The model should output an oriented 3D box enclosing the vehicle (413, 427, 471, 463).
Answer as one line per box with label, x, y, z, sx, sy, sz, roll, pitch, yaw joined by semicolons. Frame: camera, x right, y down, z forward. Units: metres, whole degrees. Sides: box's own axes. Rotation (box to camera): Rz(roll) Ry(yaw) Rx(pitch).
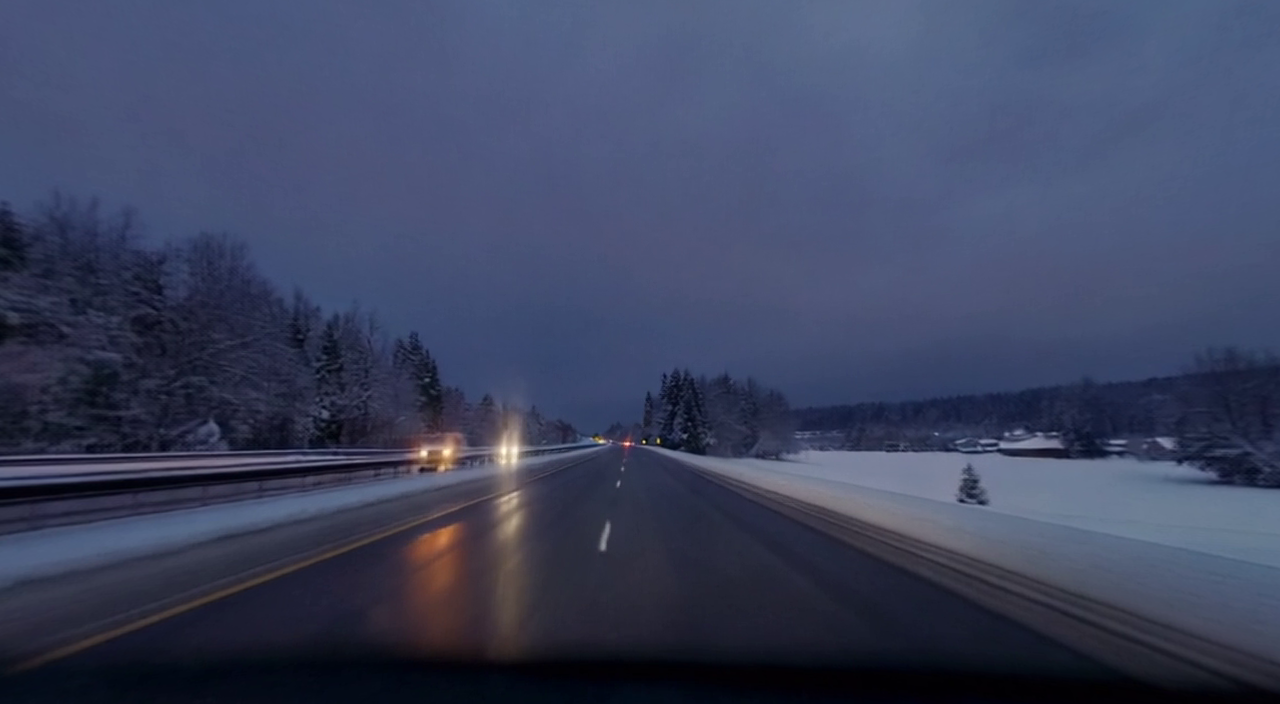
vehicle;-15.363;7.286;49.466;2.435;2.624;6.451;0;-9;0
